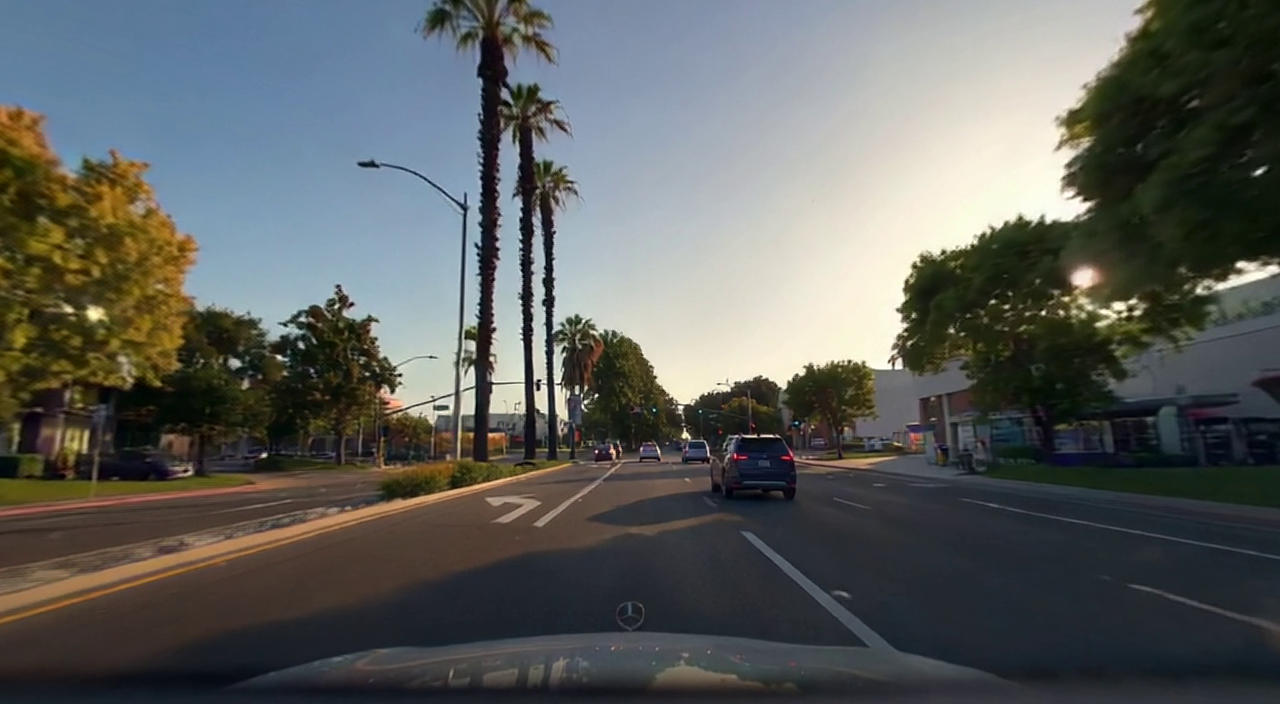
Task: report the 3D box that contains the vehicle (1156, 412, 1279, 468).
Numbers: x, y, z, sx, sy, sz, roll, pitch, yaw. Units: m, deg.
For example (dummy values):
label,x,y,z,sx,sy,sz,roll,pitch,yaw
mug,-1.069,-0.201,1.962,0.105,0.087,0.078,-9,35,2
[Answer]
label,x,y,z,sx,sy,sz,roll,pitch,yaw
vehicle,21.338,3.065,21.855,4.831,1.816,2.295,0,-8,-2

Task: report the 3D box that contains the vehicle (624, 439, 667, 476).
label,x,y,z,sx,sy,sz,roll,pitch,yaw
vehicle,0.241,5.192,31.327,1.991,1.664,3.814,0,-8,0

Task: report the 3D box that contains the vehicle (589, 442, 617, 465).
label,x,y,z,sx,sy,sz,roll,pitch,yaw
vehicle,-2.736,7.601,47.416,1.788,1.600,4.298,0,-8,1

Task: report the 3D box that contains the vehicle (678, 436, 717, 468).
label,x,y,z,sx,sy,sz,roll,pitch,yaw
vehicle,3.758,6.631,41.975,2.154,1.975,4.634,0,-8,0

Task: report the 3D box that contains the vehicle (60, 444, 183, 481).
label,x,y,z,sx,sy,sz,roll,pitch,yaw
vehicle,-27.587,5.852,33.671,4.803,1.784,2.124,7,-11,-41

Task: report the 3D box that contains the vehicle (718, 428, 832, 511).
label,x,y,z,sx,sy,sz,roll,pitch,yaw
vehicle,3.138,2.805,15.515,1.872,1.752,3.896,0,-8,-1
